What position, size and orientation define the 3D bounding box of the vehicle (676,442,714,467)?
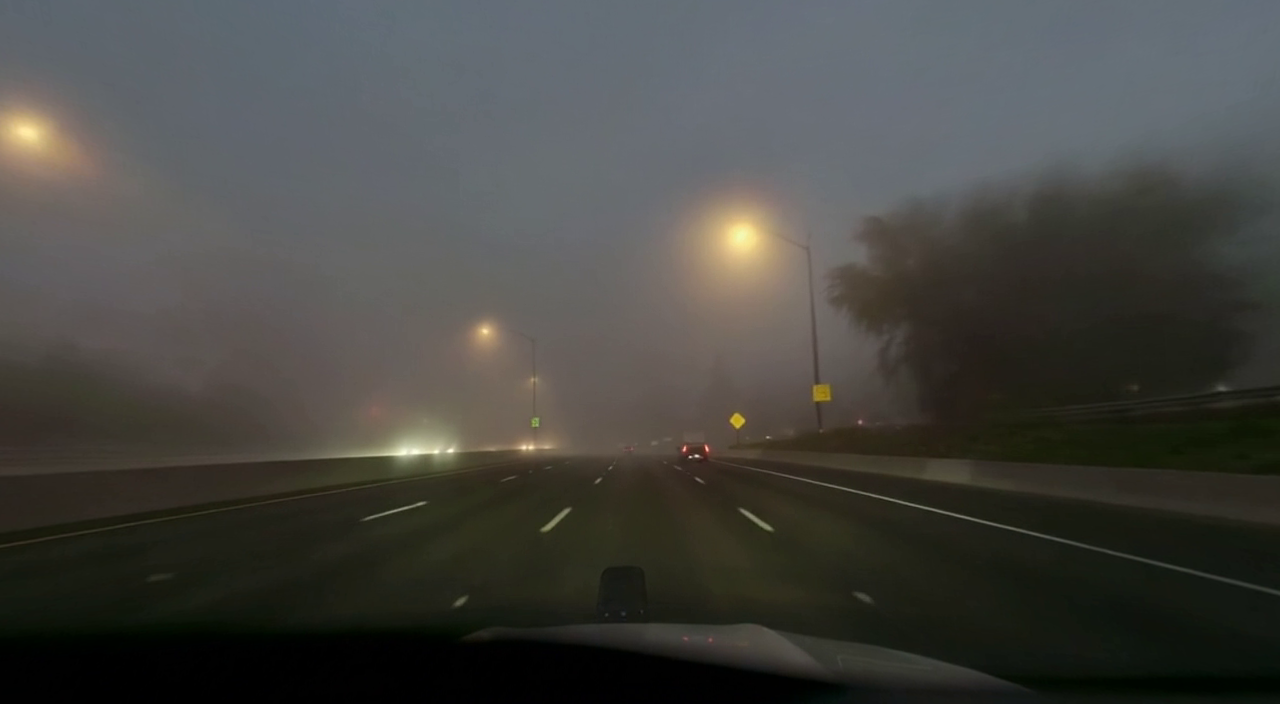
[{"bbox_3d":[3.454,6.520,40.402,1.926,1.477,4.025,0,-8,-2],"label":"vehicle"}]
